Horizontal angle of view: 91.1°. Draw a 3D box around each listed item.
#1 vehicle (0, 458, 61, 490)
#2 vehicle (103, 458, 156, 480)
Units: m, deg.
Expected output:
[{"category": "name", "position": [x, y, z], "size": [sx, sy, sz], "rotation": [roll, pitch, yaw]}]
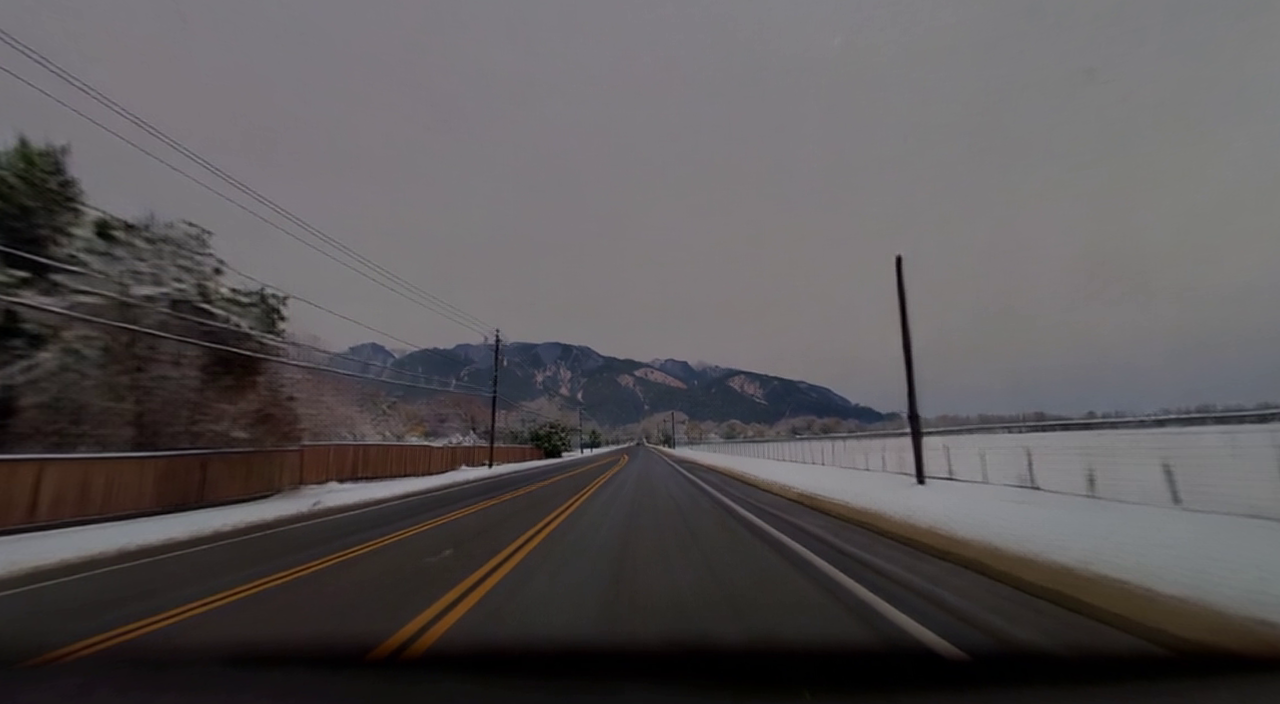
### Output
[{"category": "vehicle", "position": [-41.575, 7.988, 41.176], "size": [4.954, 1.917, 2.300], "rotation": [0, -8, 3]}, {"category": "vehicle", "position": [-40.553, 9.278, 49.962], "size": [1.674, 1.438, 3.745], "rotation": [-2, -8, -11]}]
